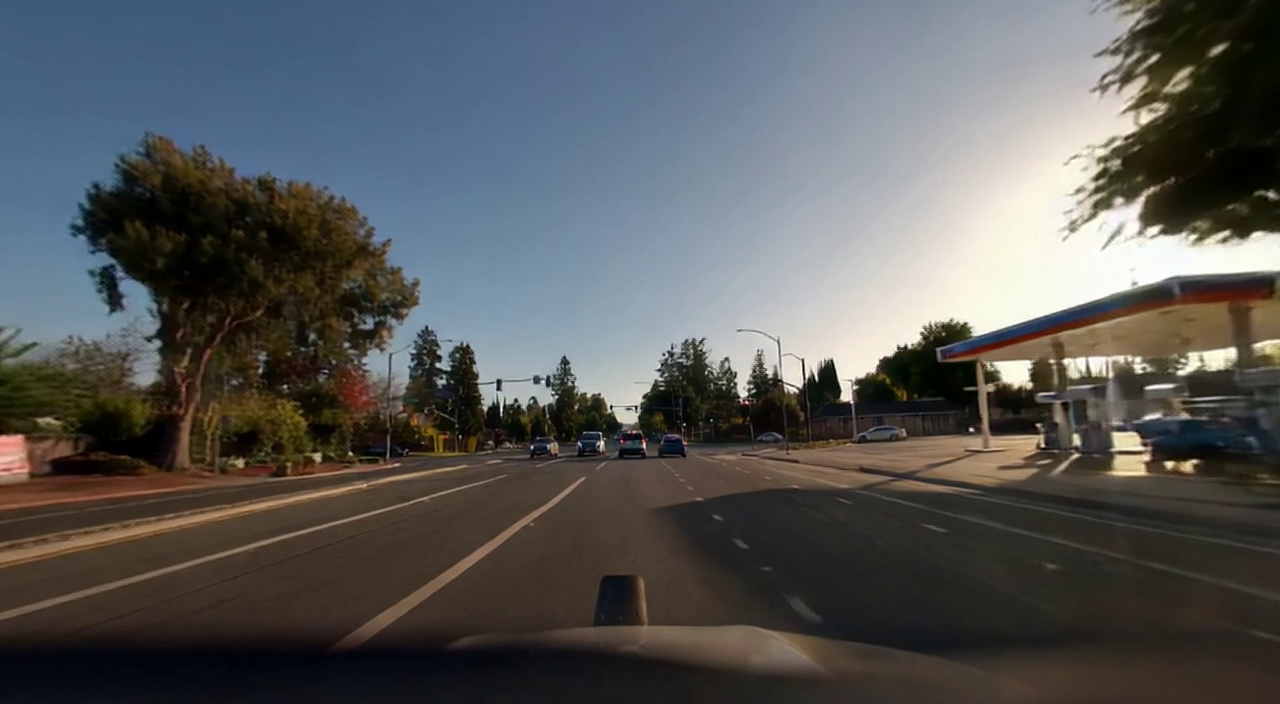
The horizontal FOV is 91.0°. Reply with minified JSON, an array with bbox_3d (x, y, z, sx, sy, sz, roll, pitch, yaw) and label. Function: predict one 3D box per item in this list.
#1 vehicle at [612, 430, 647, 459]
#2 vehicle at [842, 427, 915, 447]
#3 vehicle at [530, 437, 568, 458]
[{"bbox_3d":[-0.644,5.943,40.343,2.146,1.742,4.095,0,-8,-1],"label":"vehicle"},{"bbox_3d":[18.052,6.446,47.815,4.660,1.462,2.034,0,-9,0],"label":"vehicle"},{"bbox_3d":[-6.342,6.737,44.443,2.033,1.442,4.668,0,-8,-1],"label":"vehicle"}]
